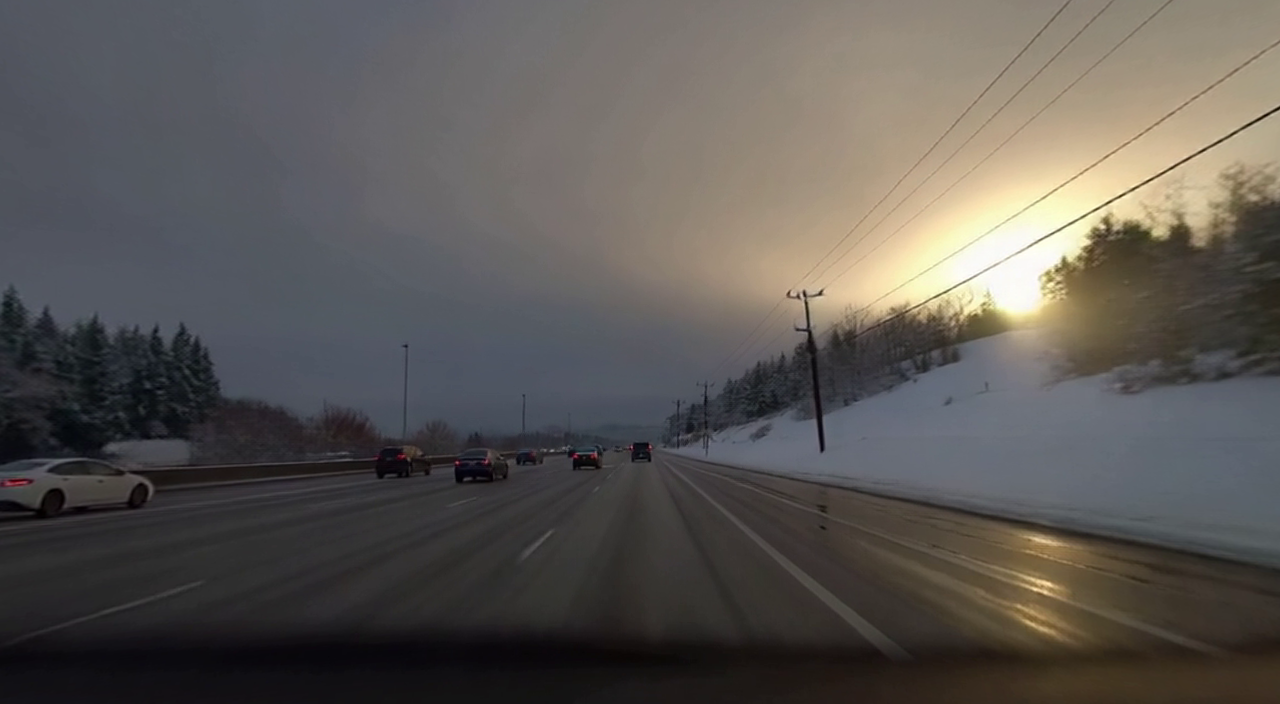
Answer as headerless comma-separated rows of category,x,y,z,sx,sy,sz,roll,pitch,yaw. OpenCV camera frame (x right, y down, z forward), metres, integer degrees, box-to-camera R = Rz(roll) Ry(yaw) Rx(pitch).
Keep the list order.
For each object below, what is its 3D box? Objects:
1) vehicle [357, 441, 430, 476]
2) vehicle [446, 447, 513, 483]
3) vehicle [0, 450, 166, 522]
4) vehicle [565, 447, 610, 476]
vehicle,-14.394,6.242,37.216,2.172,1.946,5.017,0,-9,1
vehicle,-7.202,5.095,28.784,1.899,1.472,4.202,0,-9,1
vehicle,-14.237,3.105,15.123,1.885,1.474,4.849,0,-9,1
vehicle,-2.758,5.865,34.154,2.064,1.446,4.409,0,-9,0
